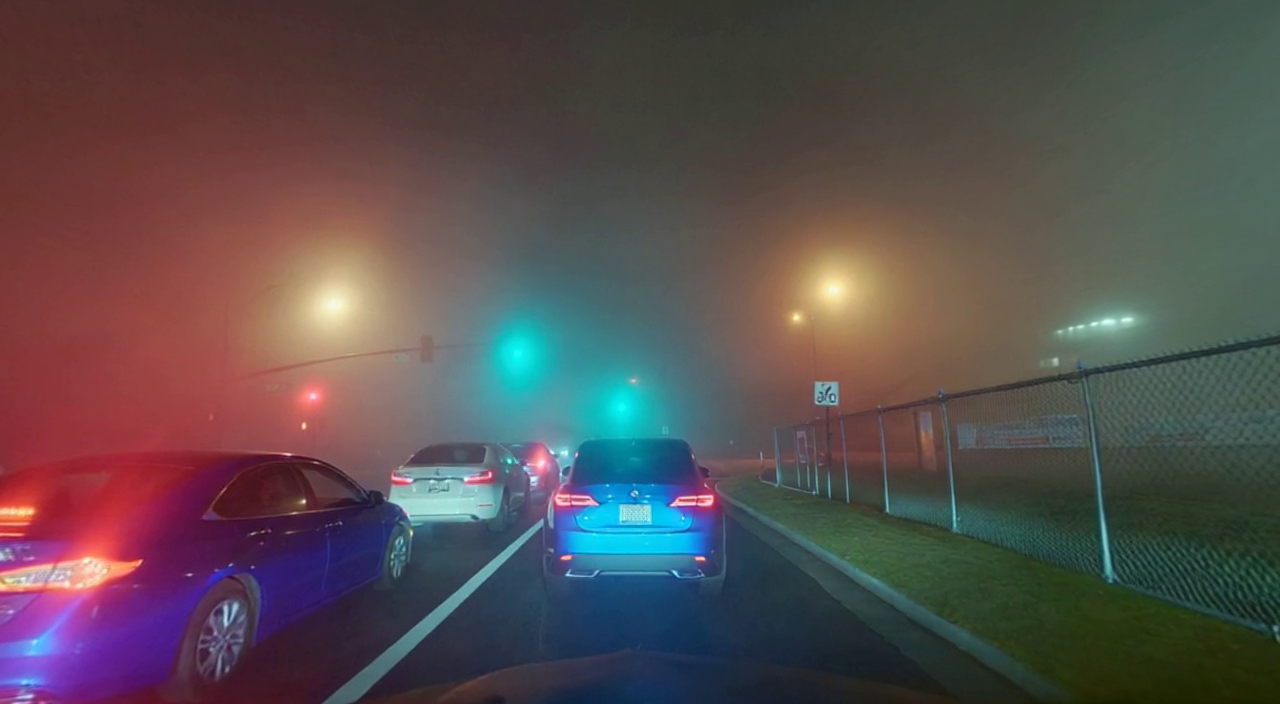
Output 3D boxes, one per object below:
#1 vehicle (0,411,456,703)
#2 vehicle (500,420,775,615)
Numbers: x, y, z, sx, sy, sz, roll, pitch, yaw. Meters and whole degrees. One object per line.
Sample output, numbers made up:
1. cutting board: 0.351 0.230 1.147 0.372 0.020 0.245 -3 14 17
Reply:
1. vehicle: -3.201 1.347 5.027 1.971 1.488 4.581 0 -9 1
2. vehicle: -0.016 1.601 7.012 2.144 1.514 4.063 0 -9 0
